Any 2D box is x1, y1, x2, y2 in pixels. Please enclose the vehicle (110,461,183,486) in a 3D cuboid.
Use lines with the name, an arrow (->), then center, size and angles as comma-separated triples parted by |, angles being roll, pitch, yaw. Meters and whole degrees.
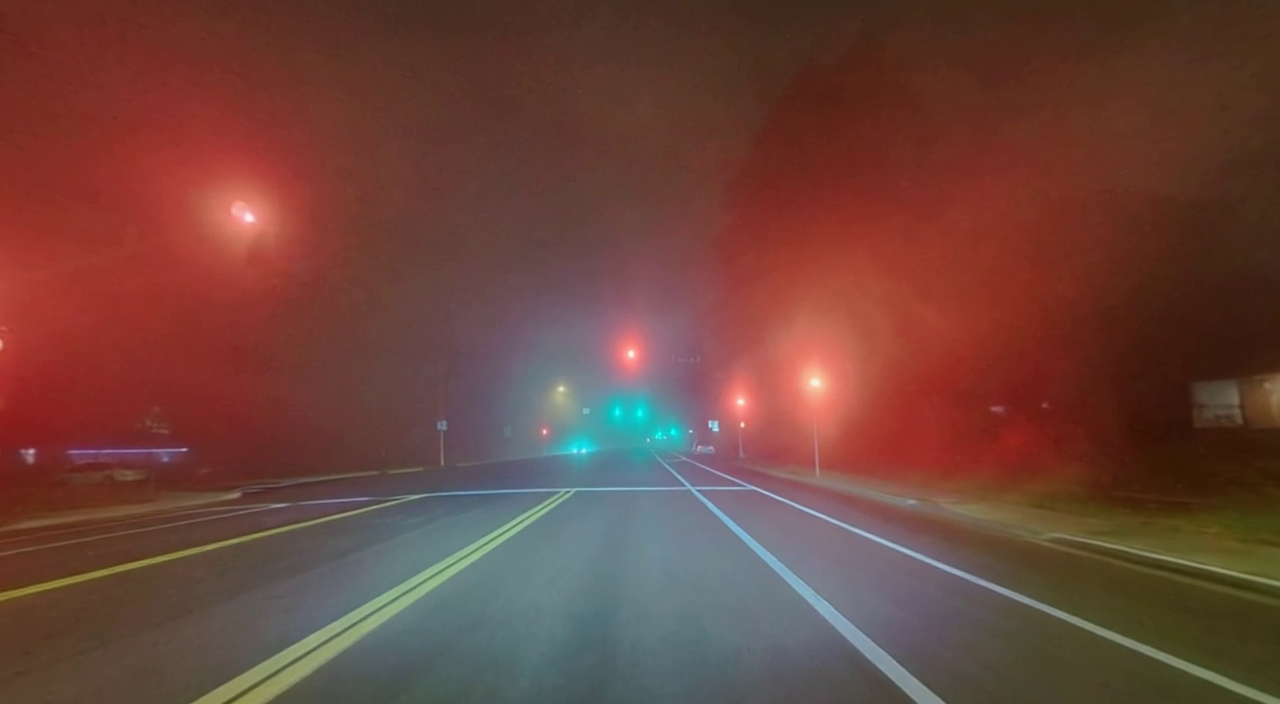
vehicle -> -33.173, 8.168, 42.503 | 1.713, 1.527, 3.708 | 0, -8, 4

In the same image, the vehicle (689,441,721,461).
vehicle -> 4.963, 7.641, 48.734 | 1.987, 1.448, 4.193 | 0, -8, 0
